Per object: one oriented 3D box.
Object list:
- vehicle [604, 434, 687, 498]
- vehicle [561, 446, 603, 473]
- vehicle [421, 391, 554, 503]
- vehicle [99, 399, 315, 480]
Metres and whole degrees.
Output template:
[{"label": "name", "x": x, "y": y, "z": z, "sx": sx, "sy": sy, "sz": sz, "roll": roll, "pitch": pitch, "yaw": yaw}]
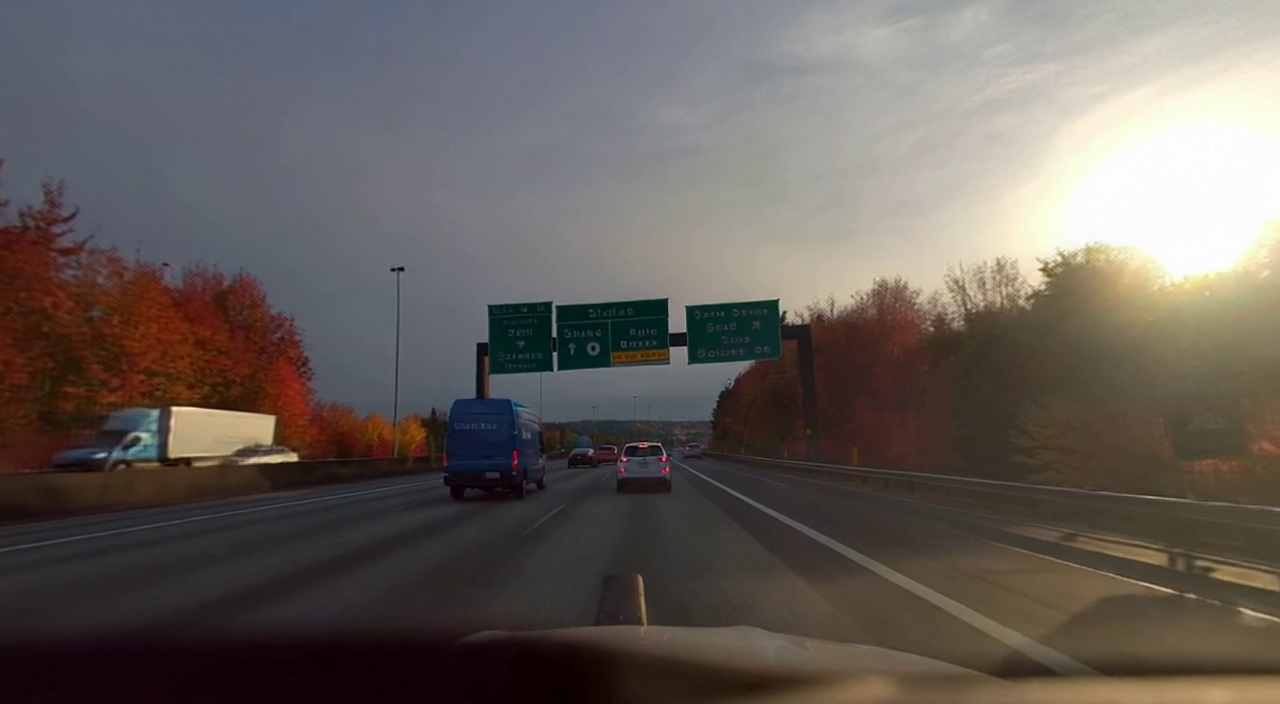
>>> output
[{"label": "vehicle", "x": 0.179, "y": 3.332, "z": 18.669, "sx": 2.195, "sy": 1.679, "sz": 4.070, "roll": 0, "pitch": -9, "yaw": 1}, {"label": "vehicle", "x": -3.401, "y": 6.407, "z": 37.604, "sx": 2.015, "sy": 1.496, "sz": 4.312, "roll": 0, "pitch": -9, "yaw": 1}, {"label": "vehicle", "x": -4.107, "y": 2.743, "z": 18.194, "sx": 2.275, "sy": 2.692, "sz": 5.810, "roll": 0, "pitch": -9, "yaw": 1}, {"label": "vehicle", "x": -25.406, "y": 5.447, "z": 38.565, "sx": 2.906, "sy": 4.059, "sz": 14.158, "roll": 0, "pitch": -9, "yaw": 2}]
